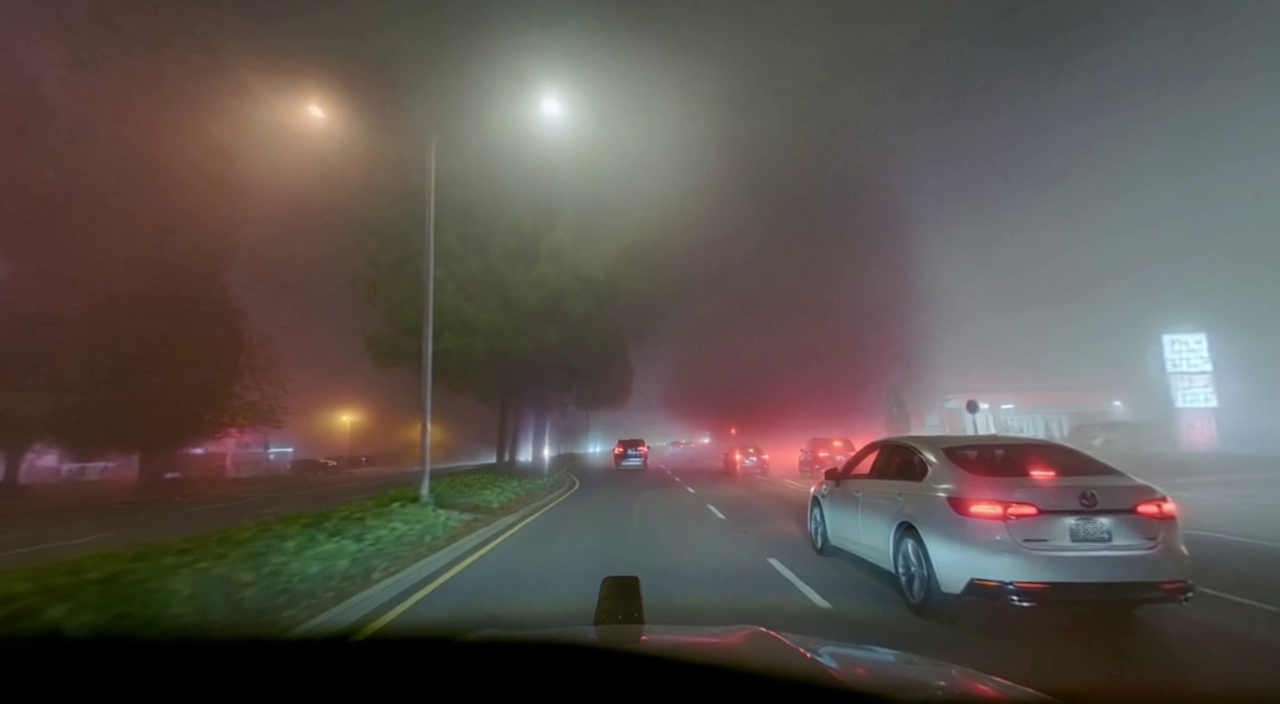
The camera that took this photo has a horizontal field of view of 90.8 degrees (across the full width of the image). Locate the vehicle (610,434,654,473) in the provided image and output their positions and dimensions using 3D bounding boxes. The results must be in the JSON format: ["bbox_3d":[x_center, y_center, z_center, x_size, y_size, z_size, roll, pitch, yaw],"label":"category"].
[{"bbox_3d":[-0.406,5.168,32.321,2.106,1.798,4.168,0,-8,0],"label":"vehicle"}]

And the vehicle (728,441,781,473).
[{"bbox_3d":[5.549,5.144,31.098,1.883,1.452,4.258,0,-8,1],"label":"vehicle"}]

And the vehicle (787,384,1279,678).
[{"bbox_3d":[3.013,1.345,5.897,2.153,1.658,4.485,0,-8,0],"label":"vehicle"}]

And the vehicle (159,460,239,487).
[{"bbox_3d":[-30.123,8.271,43.239,4.040,1.444,1.905,-4,-8,-1],"label":"vehicle"}]
